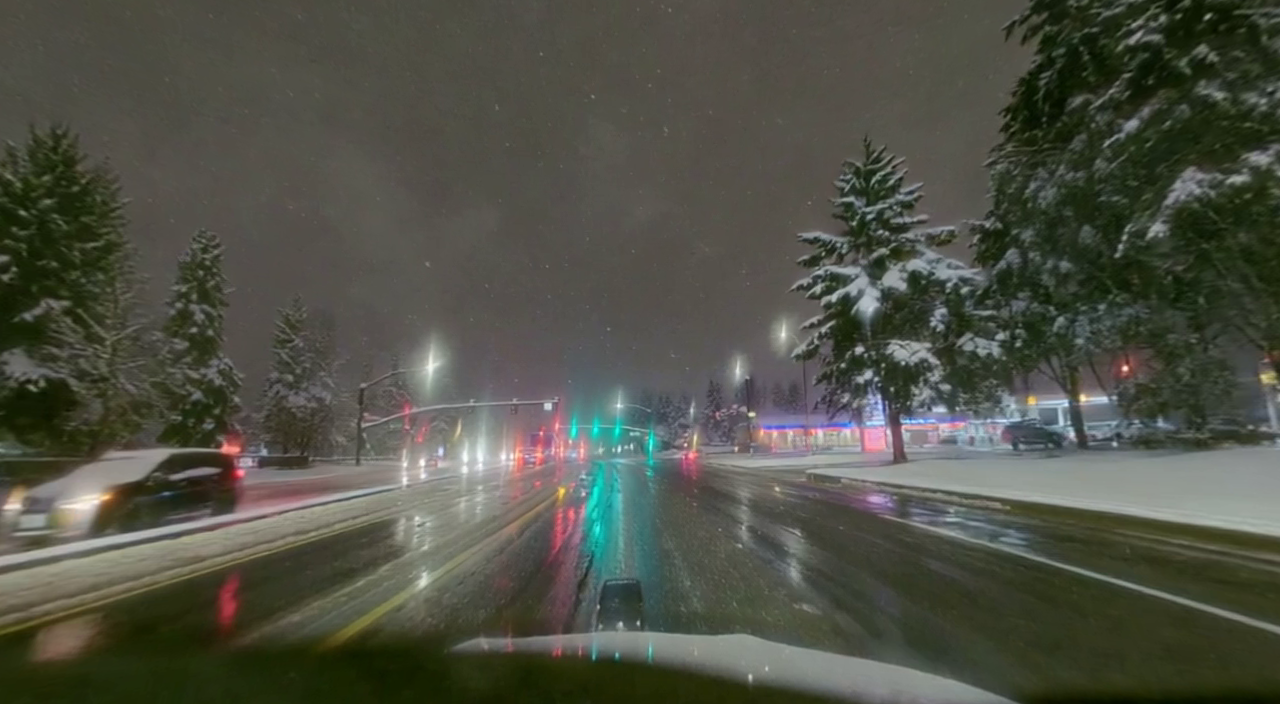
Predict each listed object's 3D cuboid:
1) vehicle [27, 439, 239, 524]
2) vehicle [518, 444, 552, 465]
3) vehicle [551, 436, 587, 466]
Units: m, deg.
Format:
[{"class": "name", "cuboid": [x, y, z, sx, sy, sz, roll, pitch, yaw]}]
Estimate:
[{"class": "vehicle", "cuboid": [-13.187, 3.335, 16.917, 2.003, 1.922, 4.463, 0, -8, -2]}, {"class": "vehicle", "cuboid": [-7.875, 7.736, 47.765, 1.993, 1.490, 4.768, 0, -8, -2]}, {"class": "vehicle", "cuboid": [-5.050, 7.146, 45.673, 2.206, 2.007, 5.190, 0, -8, -3]}]
